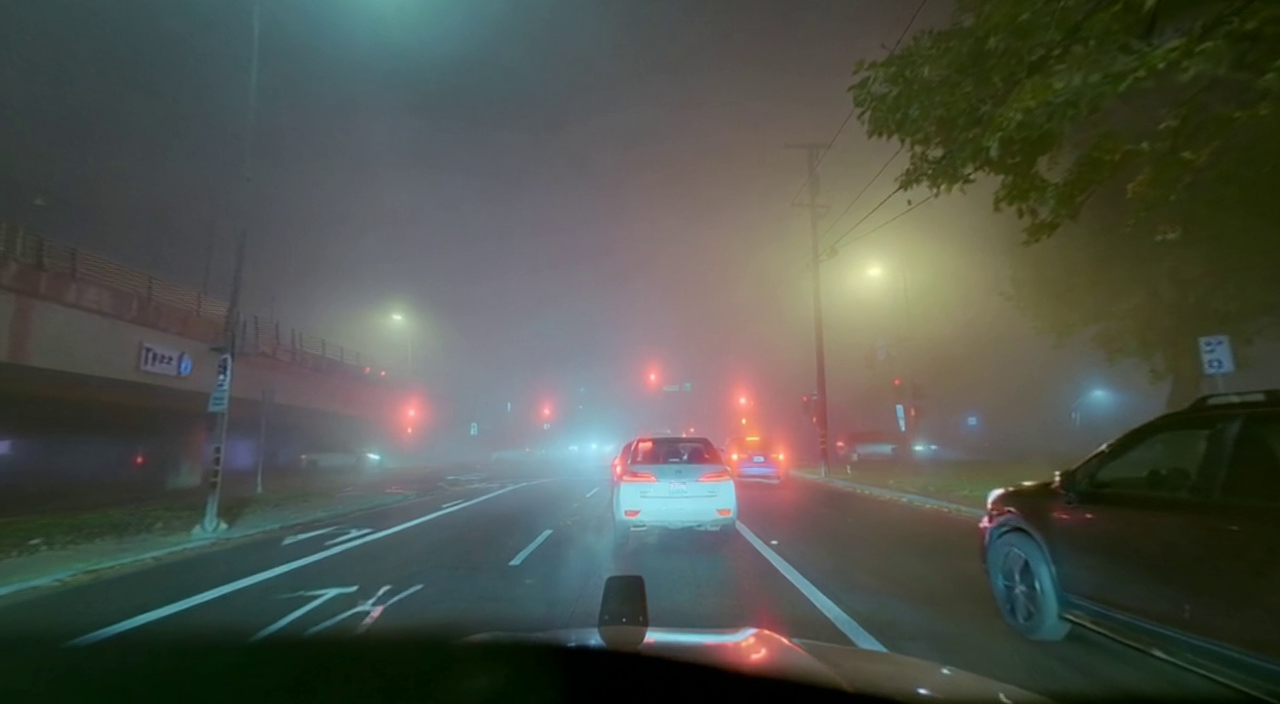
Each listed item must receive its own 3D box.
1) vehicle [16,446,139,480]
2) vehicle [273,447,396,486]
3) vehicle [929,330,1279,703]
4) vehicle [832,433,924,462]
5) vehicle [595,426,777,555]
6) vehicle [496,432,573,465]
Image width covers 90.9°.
[{"bbox_3d":[-29.277,5.749,32.909,4.474,1.673,2.010,0,-8,1],"label":"vehicle"},{"bbox_3d":[-12.806,4.768,26.727,1.873,1.462,4.283,-5,-10,31],"label":"vehicle"},{"bbox_3d":[3.540,0.916,3.174,2.062,1.781,4.488,0,-8,1],"label":"vehicle"},{"bbox_3d":[13.099,5.263,34.787,4.302,1.543,1.860,1,-8,-10],"label":"vehicle"},{"bbox_3d":[0.551,1.911,9.442,2.101,1.467,4.210,0,-8,1],"label":"vehicle"},{"bbox_3d":[-6.501,6.068,39.777,2.322,1.916,5.640,-3,-9,19],"label":"vehicle"}]
